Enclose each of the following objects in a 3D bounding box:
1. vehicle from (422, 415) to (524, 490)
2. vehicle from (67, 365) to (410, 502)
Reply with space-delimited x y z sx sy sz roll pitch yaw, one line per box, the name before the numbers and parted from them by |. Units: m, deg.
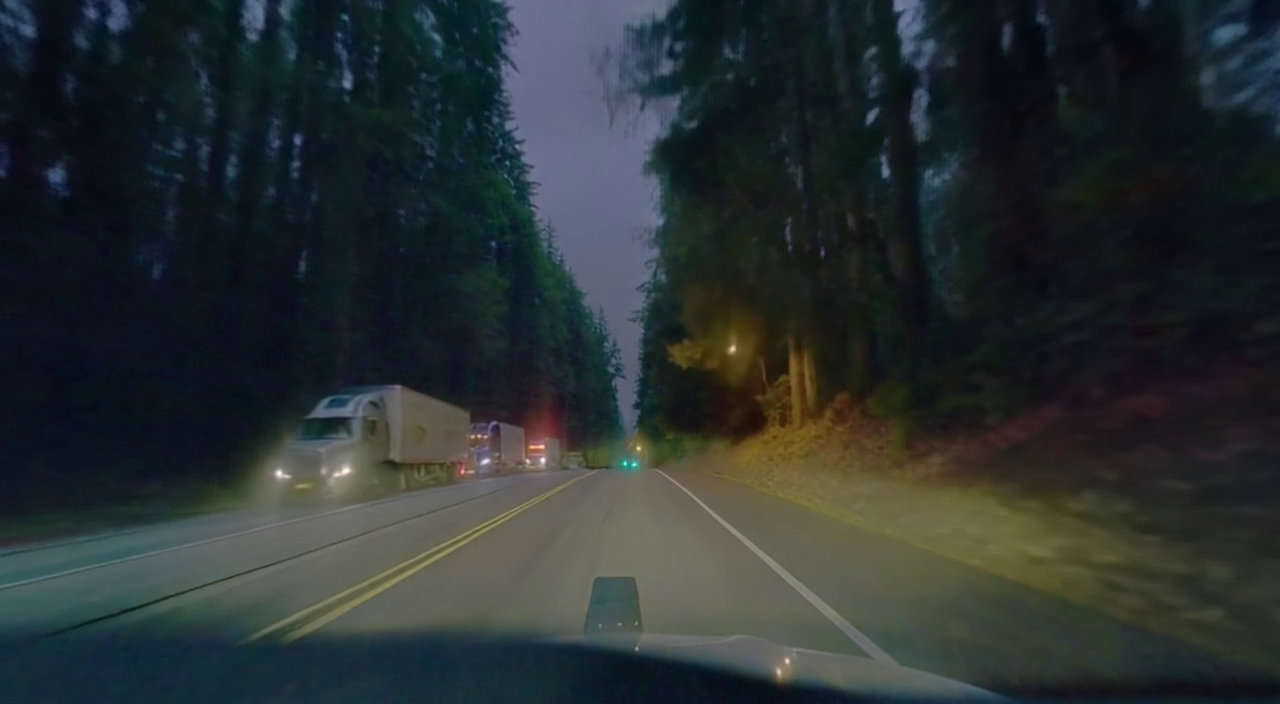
vehicle | -8.402 5.094 33.263 2.788 3.365 9.652 0 -7 0
vehicle | -11.871 3.085 20.734 5.596 3.130 8.972 -4 -13 -2
